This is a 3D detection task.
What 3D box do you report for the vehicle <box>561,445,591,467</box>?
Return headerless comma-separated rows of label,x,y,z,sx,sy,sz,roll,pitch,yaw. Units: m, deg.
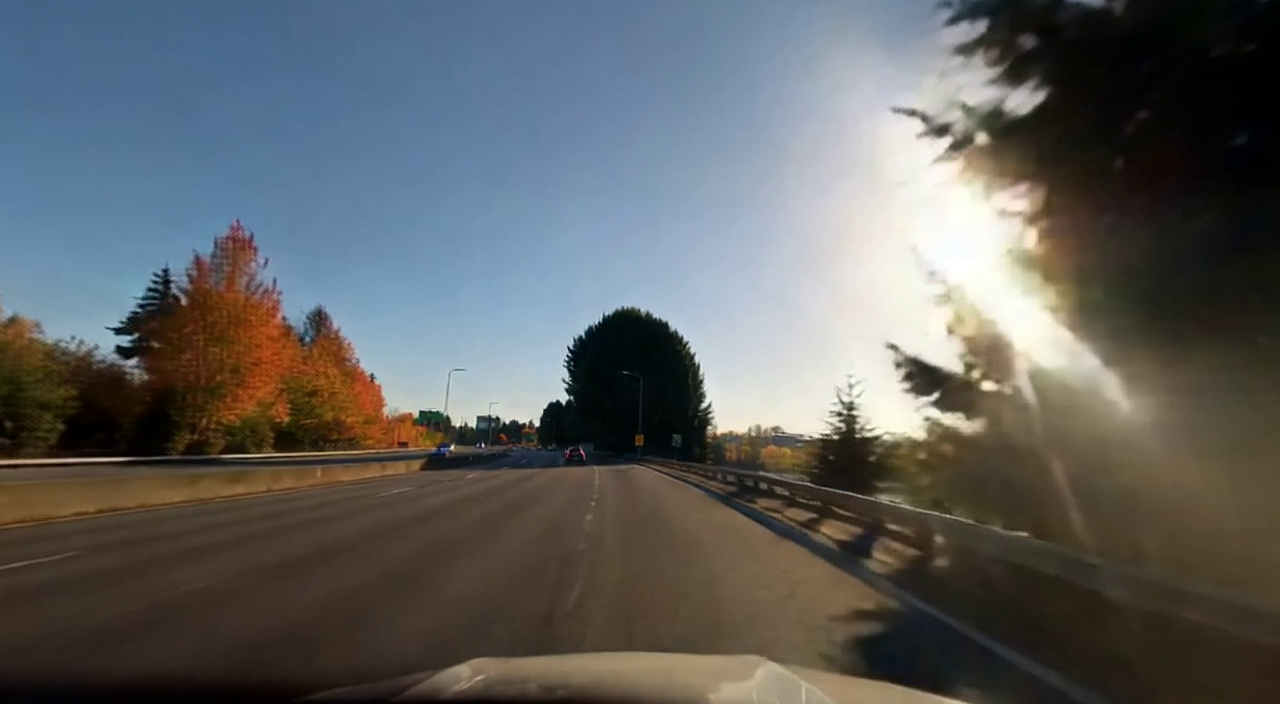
vehicle,-4.956,8.128,49.315,2.248,1.619,3.848,0,-8,-4
